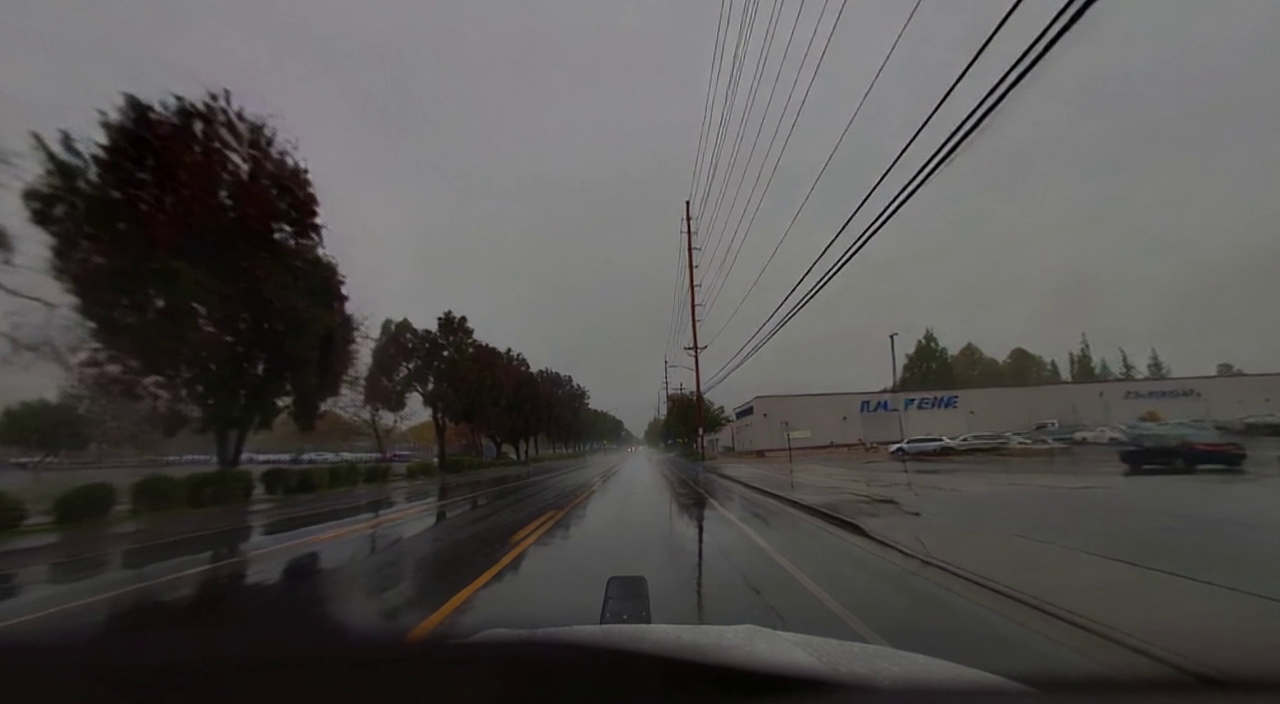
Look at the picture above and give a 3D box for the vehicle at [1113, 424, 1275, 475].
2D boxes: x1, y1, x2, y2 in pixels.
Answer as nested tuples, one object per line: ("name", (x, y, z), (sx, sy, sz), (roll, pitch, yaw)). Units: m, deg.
("vehicle", (18.512, 3.273, 21.349), (1.875, 1.440, 3.925), (-4, -8, 1))
